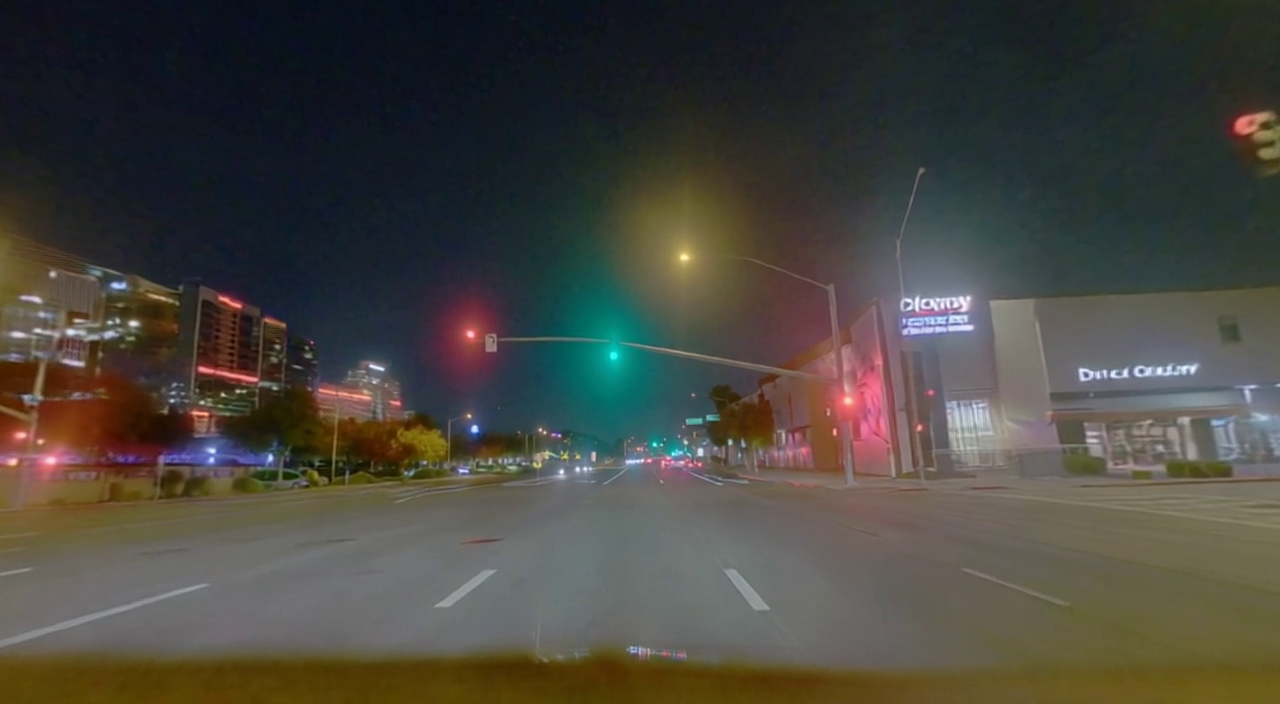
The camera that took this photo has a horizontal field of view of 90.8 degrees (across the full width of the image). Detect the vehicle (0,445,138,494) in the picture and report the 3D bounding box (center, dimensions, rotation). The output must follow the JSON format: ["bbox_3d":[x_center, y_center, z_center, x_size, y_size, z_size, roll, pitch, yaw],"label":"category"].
[{"bbox_3d":[-40.944,8.383,45.378,7.220,3.287,2.764,0,-8,0],"label":"vehicle"}]
